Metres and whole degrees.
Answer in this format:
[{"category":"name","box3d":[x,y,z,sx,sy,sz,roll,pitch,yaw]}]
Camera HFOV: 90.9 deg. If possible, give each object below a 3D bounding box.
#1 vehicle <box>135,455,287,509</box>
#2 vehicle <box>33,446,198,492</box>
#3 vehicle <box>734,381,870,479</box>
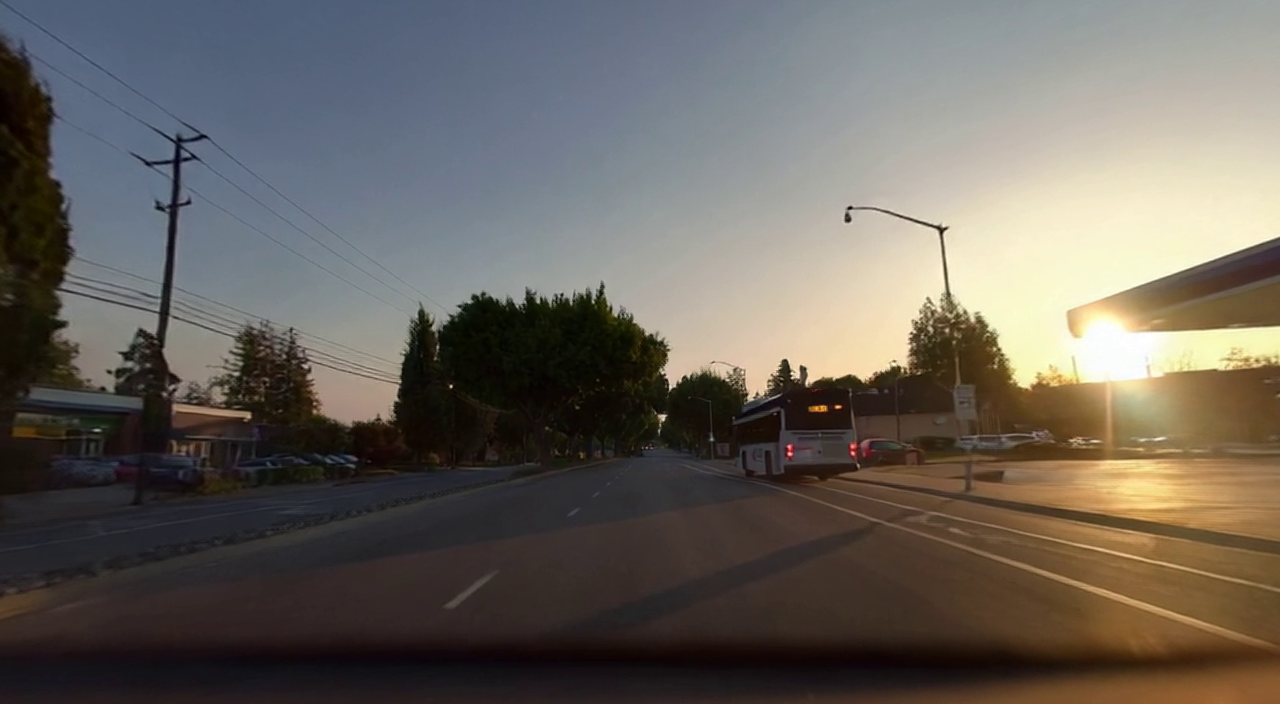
[{"category":"vehicle","box3d":[-13.529,4.082,20.250,1.779,1.476,4.260,0,-8,2]},{"category":"vehicle","box3d":[-24.383,5.397,29.611,2.284,1.855,5.392,-4,-9,25]},{"category":"vehicle","box3d":[8.638,4.641,36.408,4.582,4.678,12.589,0,-8,0]}]
